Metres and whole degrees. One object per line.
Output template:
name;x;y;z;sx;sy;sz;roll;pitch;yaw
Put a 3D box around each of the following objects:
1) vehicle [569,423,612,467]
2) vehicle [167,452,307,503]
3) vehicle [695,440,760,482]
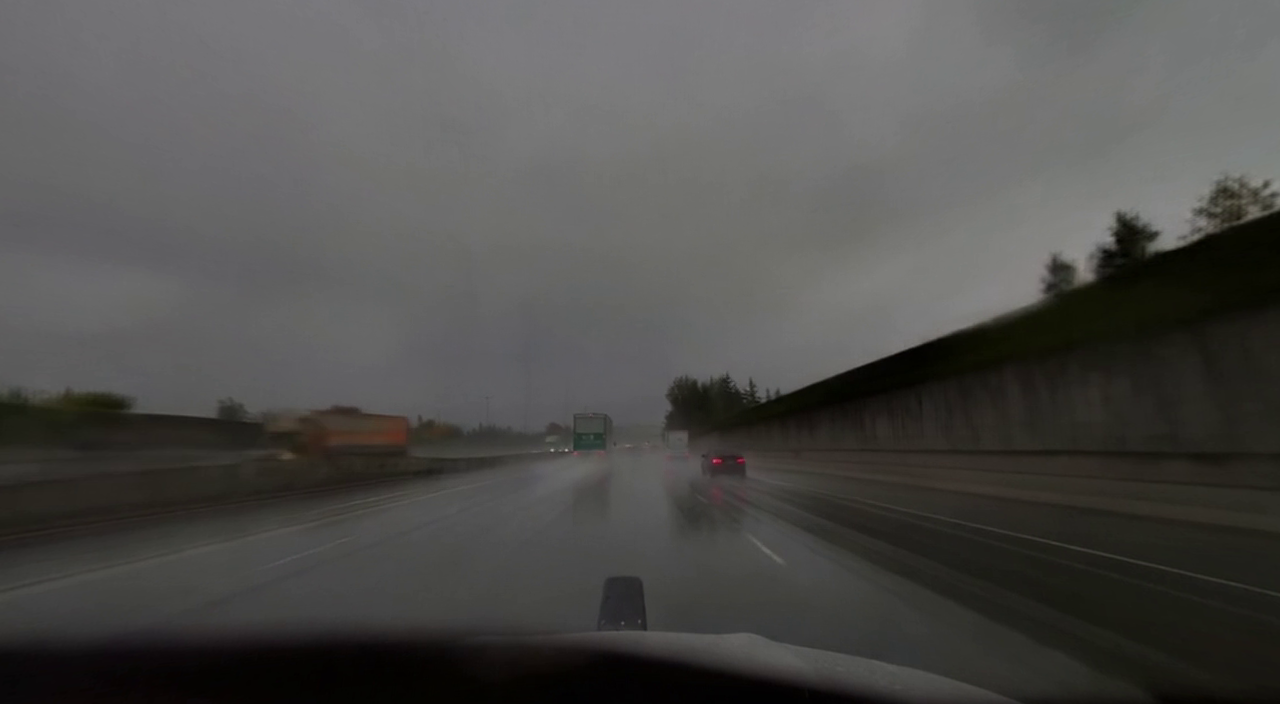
vehicle;-3.770;7.292;49.168;2.667;3.195;6.731;0;-9;1
vehicle;-14.560;4.525;23.217;1.774;1.640;5.138;0;-9;0
vehicle;3.456;4.388;25.628;1.983;1.545;4.038;0;-9;-1
